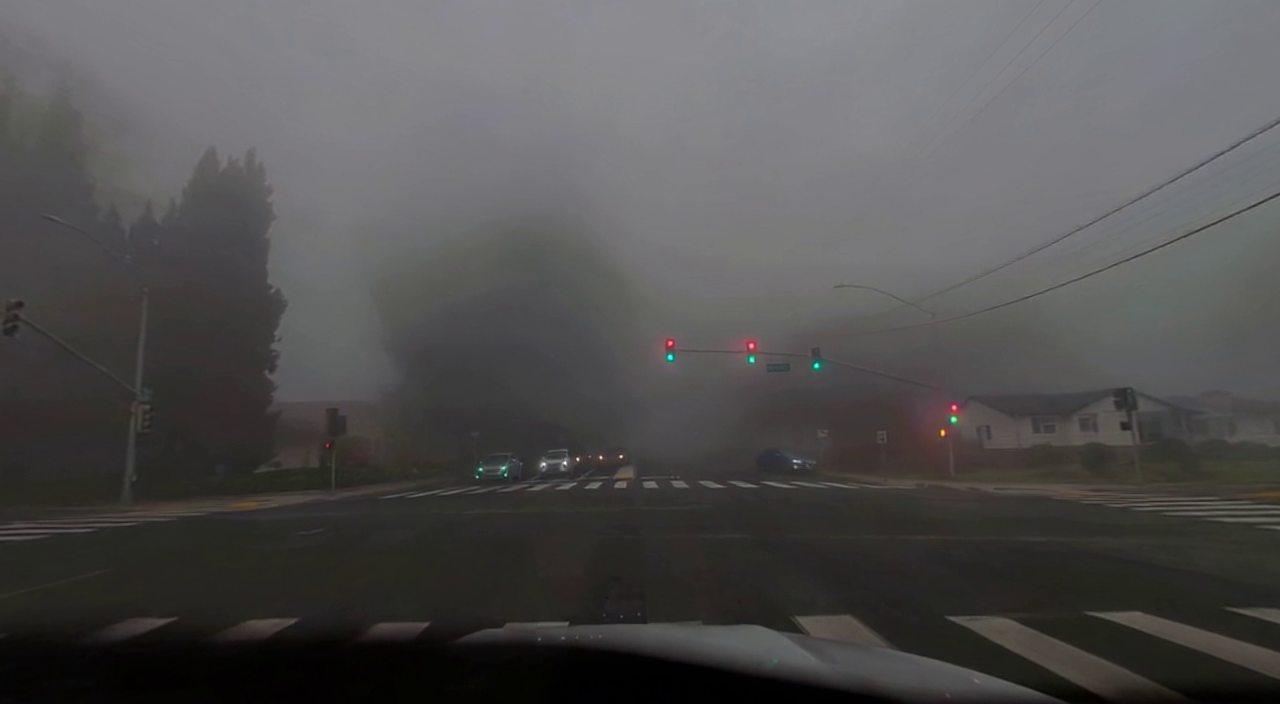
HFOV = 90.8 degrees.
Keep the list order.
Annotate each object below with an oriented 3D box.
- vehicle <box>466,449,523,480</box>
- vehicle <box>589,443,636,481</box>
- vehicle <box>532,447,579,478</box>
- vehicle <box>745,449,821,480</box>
[{"bbox_3d":[-8.280,6.440,36.468,2.028,1.654,5.027,0,-9,1],"label":"vehicle"},{"bbox_3d":[-1.509,5.924,34.424,2.355,1.868,5.125,0,-9,-2],"label":"vehicle"},{"bbox_3d":[-4.861,6.427,37.103,2.091,1.707,4.157,0,-9,1],"label":"vehicle"},{"bbox_3d":[7.399,5.731,32.492,2.046,1.491,4.118,-8,-12,41],"label":"vehicle"}]
